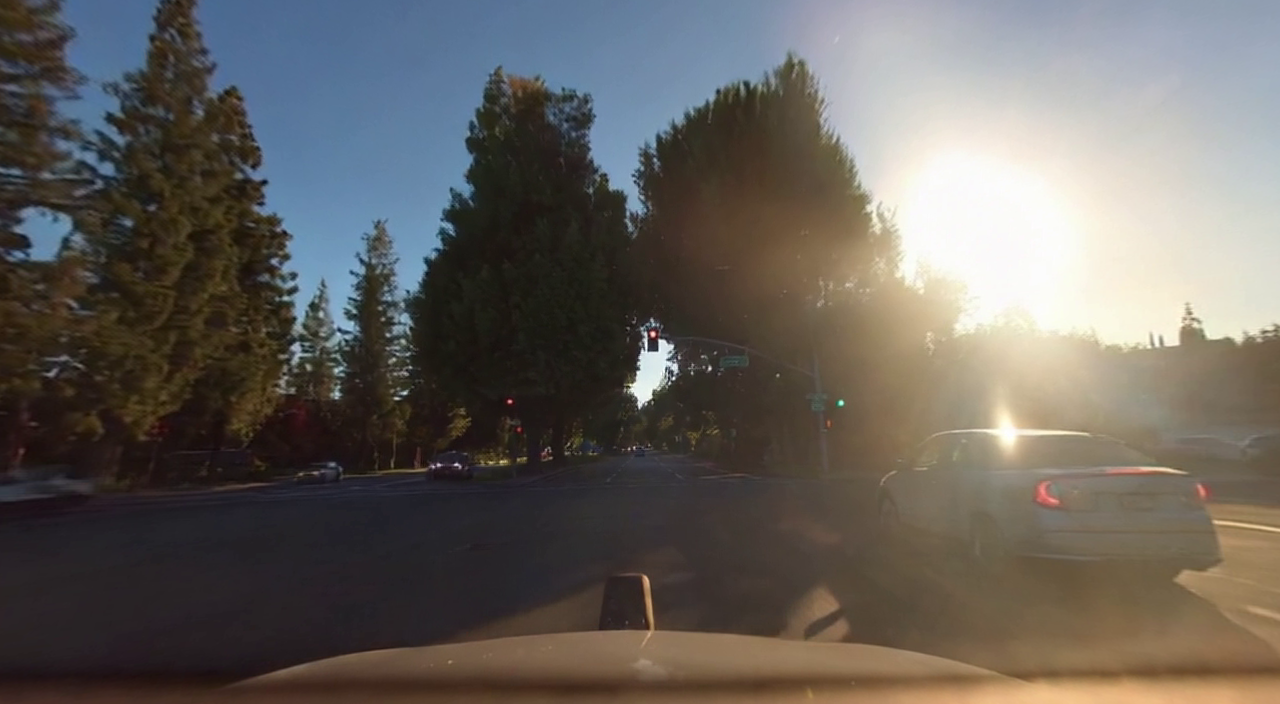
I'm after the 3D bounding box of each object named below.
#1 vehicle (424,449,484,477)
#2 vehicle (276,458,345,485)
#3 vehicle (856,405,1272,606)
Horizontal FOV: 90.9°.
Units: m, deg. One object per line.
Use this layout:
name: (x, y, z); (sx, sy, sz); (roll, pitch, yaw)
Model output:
vehicle: (-10.305, 6.160, 35.275); (2.029, 1.453, 4.188); (-1, -9, 1)
vehicle: (-20.741, 7.514, 39.902); (1.844, 1.494, 4.706); (0, -9, 0)
vehicle: (4.029, 1.509, 6.914); (2.018, 1.591, 3.564); (0, -9, 0)
